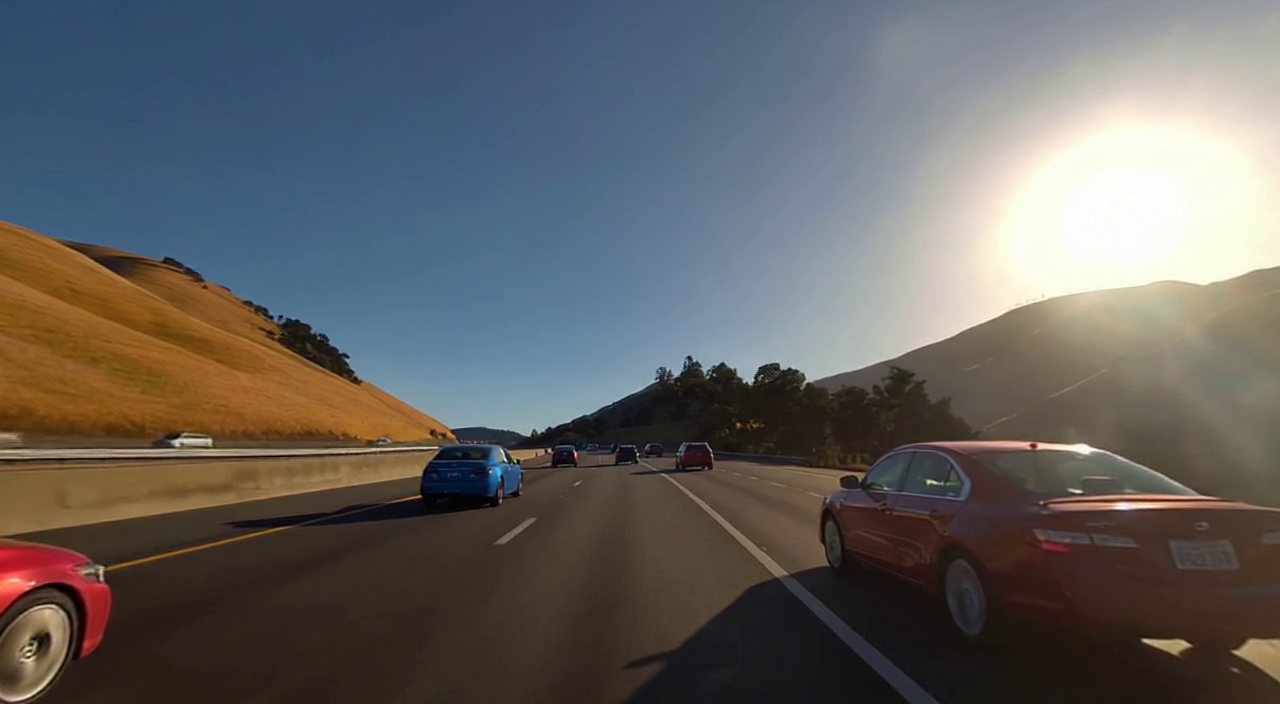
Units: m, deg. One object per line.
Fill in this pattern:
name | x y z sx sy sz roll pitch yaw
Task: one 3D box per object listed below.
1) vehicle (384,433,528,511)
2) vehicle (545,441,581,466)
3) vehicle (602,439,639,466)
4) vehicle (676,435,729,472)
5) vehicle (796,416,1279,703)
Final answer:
vehicle | -3.971 2.669 14.439 1.993 1.500 4.248 0 -9 0
vehicle | -4.846 6.429 39.967 1.796 1.464 3.839 0 -9 -1
vehicle | -1.202 6.310 39.609 2.147 1.572 4.094 0 -9 -1
vehicle | 3.238 5.407 33.631 2.222 1.820 4.733 1 -9 -1
vehicle | 3.080 1.468 5.746 2.136 1.511 4.706 0 -9 1
